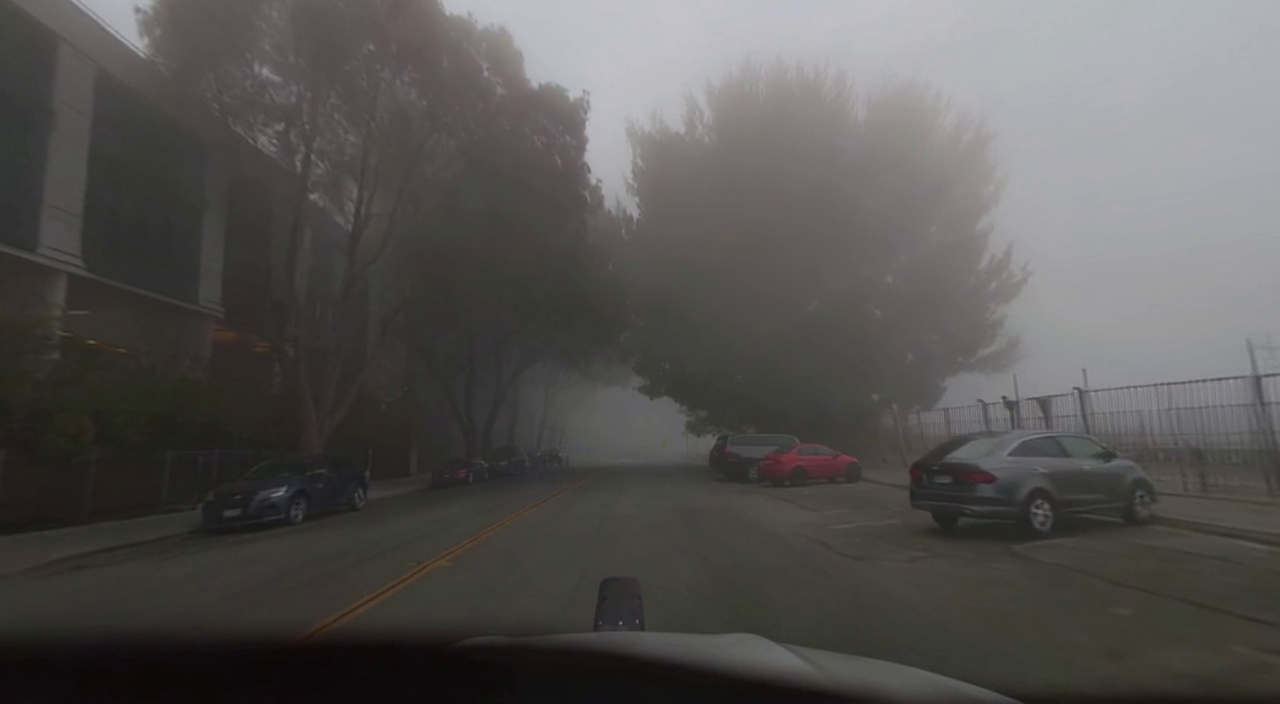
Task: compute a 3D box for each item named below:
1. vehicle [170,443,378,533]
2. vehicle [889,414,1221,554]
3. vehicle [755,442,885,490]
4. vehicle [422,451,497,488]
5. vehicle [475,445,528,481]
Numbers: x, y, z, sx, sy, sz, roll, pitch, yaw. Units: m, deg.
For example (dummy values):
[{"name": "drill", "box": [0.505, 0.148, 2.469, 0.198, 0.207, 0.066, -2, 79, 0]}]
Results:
[{"name": "vehicle", "box": [-8.022, 2.971, 14.466, 2.172, 1.707, 4.273, 0, -9, 0]}, {"name": "vehicle", "box": [6.595, 1.977, 10.038, 4.858, 1.758, 2.021, 4, -10, -25]}, {"name": "vehicle", "box": [6.384, 3.973, 22.313, 4.265, 1.510, 1.915, 5, -10, -29]}, {"name": "vehicle", "box": [-8.149, 5.314, 28.996, 1.911, 1.497, 4.738, 0, -9, 2]}, {"name": "vehicle", "box": [-7.787, 6.248, 35.931, 1.957, 1.693, 4.588, -2, -6, 1]}]
